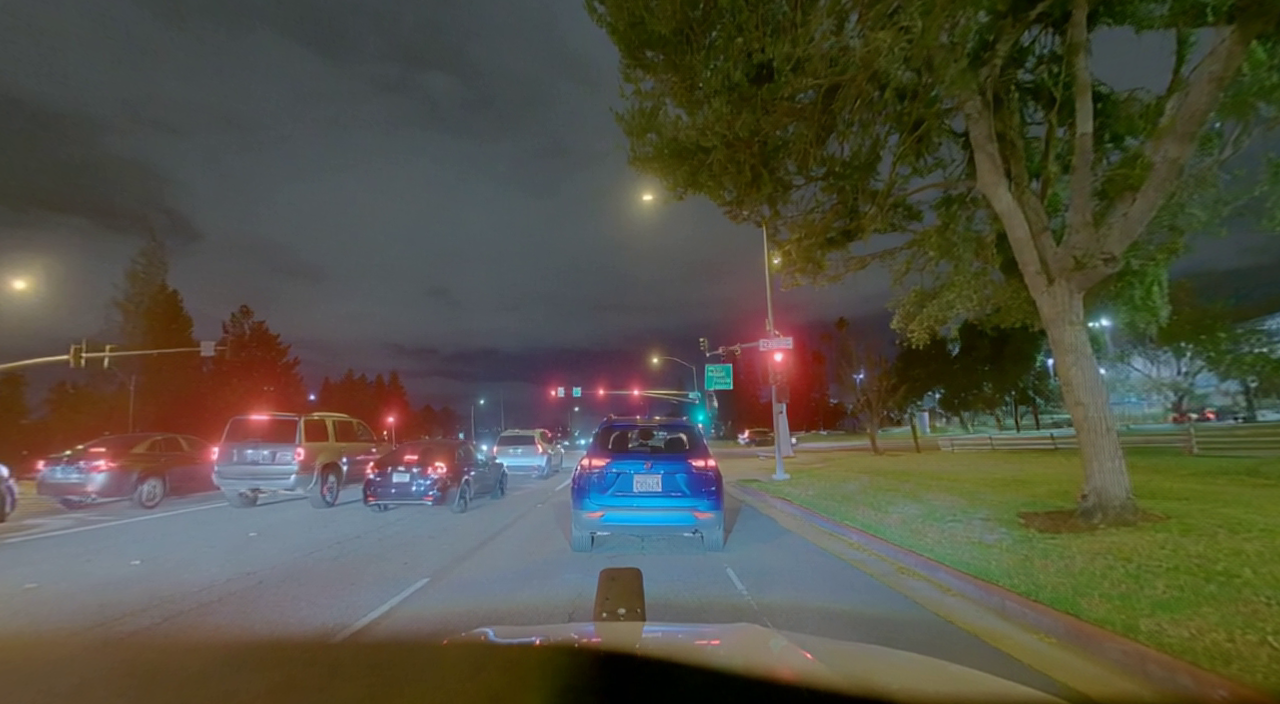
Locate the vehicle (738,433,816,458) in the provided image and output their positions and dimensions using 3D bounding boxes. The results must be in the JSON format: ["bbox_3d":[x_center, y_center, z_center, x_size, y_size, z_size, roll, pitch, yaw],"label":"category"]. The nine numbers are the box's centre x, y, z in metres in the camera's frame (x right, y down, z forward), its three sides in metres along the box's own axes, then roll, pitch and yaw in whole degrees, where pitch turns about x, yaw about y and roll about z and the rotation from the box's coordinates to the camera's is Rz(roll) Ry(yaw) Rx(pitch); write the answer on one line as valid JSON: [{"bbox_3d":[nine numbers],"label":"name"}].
[{"bbox_3d":[8.321,5.734,38.695,4.450,1.439,1.796,-1,-9,4],"label":"vehicle"}]

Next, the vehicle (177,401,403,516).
[{"bbox_3d":[-7.398,2.345,14.237,2.195,2.093,5.185,0,-9,-2],"label":"vehicle"}]

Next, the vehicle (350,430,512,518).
[{"bbox_3d":[-4.082,2.451,13.200,1.942,1.523,4.212,0,-9,0],"label":"vehicle"}]

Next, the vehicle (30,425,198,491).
[{"bbox_3d":[-17.669,3.576,21.583,2.136,1.976,4.342,0,-9,-4],"label":"vehicle"}]

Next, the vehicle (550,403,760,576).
[{"bbox_3d":[0.108,1.674,8.415,2.055,1.681,4.270,0,-9,-1],"label":"vehicle"}]
